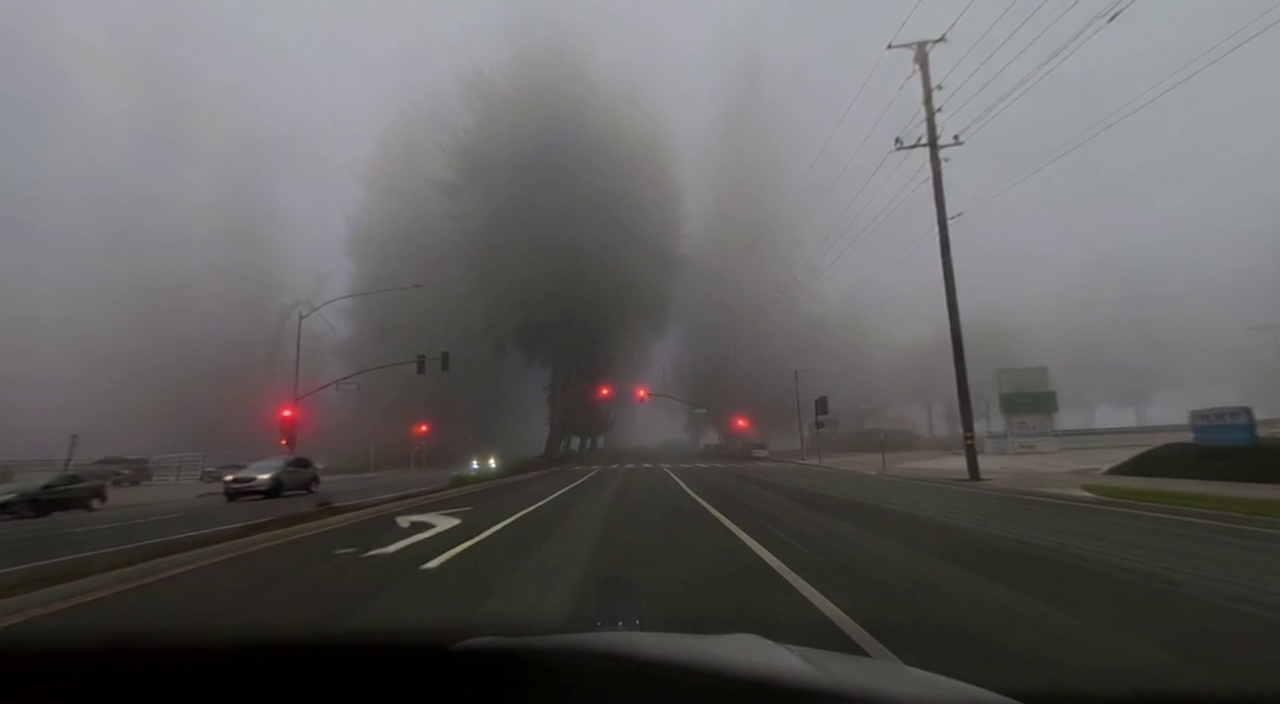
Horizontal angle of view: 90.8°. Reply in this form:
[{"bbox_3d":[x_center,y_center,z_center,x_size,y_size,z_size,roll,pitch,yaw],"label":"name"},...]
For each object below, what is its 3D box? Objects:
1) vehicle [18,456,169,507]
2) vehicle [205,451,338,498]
[{"bbox_3d":[-19.591,4.612,22.933,1.851,1.584,4.035,0,-9,0],"label":"vehicle"},{"bbox_3d":[-12.894,4.286,22.499,2.034,1.447,4.484,0,-9,0],"label":"vehicle"}]
